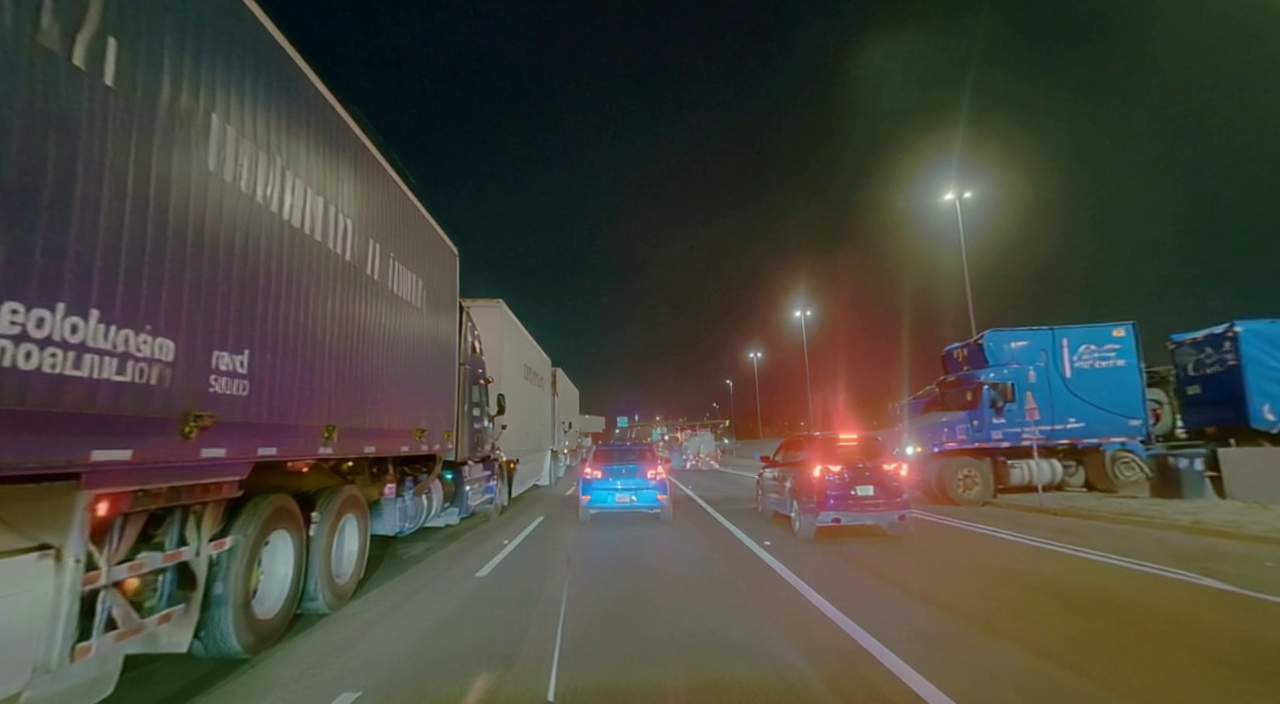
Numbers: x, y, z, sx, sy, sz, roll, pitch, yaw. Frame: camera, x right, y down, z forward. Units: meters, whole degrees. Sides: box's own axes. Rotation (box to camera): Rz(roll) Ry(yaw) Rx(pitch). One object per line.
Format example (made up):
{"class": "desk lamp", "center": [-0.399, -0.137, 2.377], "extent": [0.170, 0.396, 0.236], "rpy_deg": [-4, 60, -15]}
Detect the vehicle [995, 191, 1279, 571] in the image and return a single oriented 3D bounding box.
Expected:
{"class": "vehicle", "center": [11.153, -0.041, 5.242], "extent": [13.564, 4.152, 3.110], "rpy_deg": [-9, -12, 42]}

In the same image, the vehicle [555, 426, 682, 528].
{"class": "vehicle", "center": [-0.379, 2.410, 12.604], "extent": [2.140, 1.682, 3.971], "rpy_deg": [0, -9, 0]}

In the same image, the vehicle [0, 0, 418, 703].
{"class": "vehicle", "center": [-3.967, 0.147, 2.576], "extent": [2.986, 3.391, 9.523], "rpy_deg": [0, -9, -2]}

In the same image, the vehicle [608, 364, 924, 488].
{"class": "vehicle", "center": [4.276, 3.334, 27.231], "extent": [2.877, 4.124, 14.516], "rpy_deg": [4, -9, -41]}
